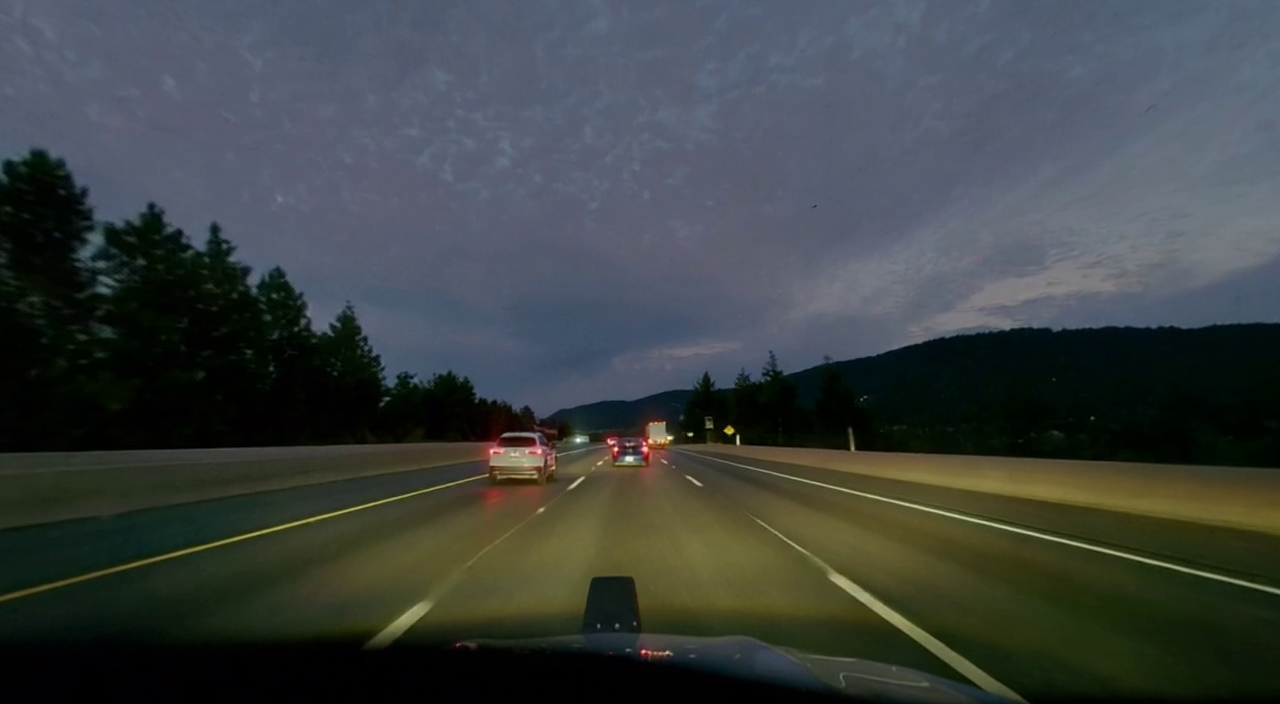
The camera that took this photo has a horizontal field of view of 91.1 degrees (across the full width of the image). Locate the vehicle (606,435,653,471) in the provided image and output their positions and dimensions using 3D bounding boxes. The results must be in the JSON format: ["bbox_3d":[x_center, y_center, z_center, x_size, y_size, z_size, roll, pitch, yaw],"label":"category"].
[{"bbox_3d":[-0.480,4.772,29.850,2.048,1.563,4.087,0,-8,-1],"label":"vehicle"}]

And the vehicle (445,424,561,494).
[{"bbox_3d":[-3.710,2.988,17.979,2.264,1.699,4.648,0,-8,0],"label":"vehicle"}]
